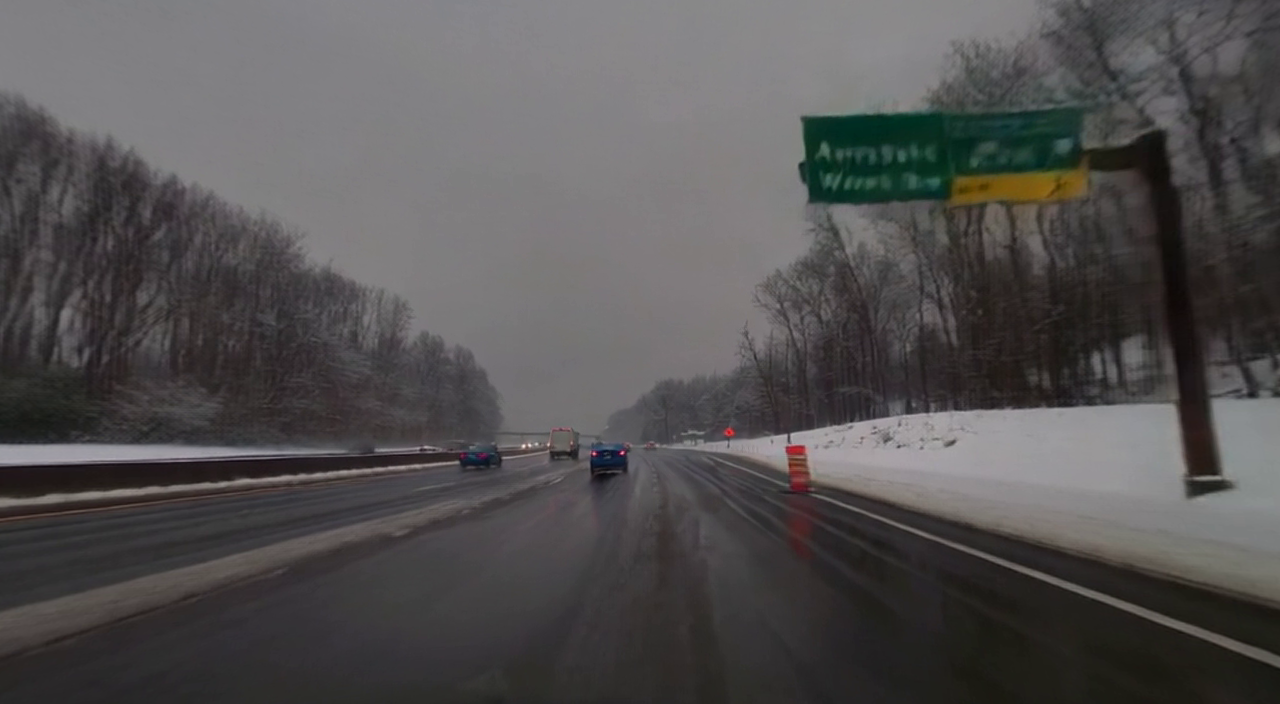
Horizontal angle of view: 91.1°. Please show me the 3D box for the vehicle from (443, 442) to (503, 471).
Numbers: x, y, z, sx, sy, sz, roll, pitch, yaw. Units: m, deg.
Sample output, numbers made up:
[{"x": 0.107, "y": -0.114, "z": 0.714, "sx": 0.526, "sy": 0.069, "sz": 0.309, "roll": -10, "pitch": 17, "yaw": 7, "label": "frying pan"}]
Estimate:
[{"x": -8.966, "y": 5.616, "z": 34.082, "sx": 1.946, "sy": 1.472, "sz": 4.472, "roll": 0, "pitch": -8, "yaw": 1, "label": "vehicle"}]

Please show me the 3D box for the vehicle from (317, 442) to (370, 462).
[{"x": -23.185, "y": 7.834, "z": 49.258, "sx": 1.939, "sy": 1.504, "sz": 4.576, "roll": 0, "pitch": -8, "yaw": 0, "label": "vehicle"}]

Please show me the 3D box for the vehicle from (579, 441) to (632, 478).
[{"x": -1.407, "y": 4.644, "z": 27.409, "sx": 1.963, "sy": 1.462, "sz": 4.681, "roll": 0, "pitch": -8, "yaw": 1, "label": "vehicle"}]

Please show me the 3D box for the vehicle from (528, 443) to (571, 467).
[{"x": -5.588, "y": 6.403, "z": 39.260, "sx": 1.951, "sy": 1.439, "sz": 4.633, "roll": 0, "pitch": -8, "yaw": 1, "label": "vehicle"}]
